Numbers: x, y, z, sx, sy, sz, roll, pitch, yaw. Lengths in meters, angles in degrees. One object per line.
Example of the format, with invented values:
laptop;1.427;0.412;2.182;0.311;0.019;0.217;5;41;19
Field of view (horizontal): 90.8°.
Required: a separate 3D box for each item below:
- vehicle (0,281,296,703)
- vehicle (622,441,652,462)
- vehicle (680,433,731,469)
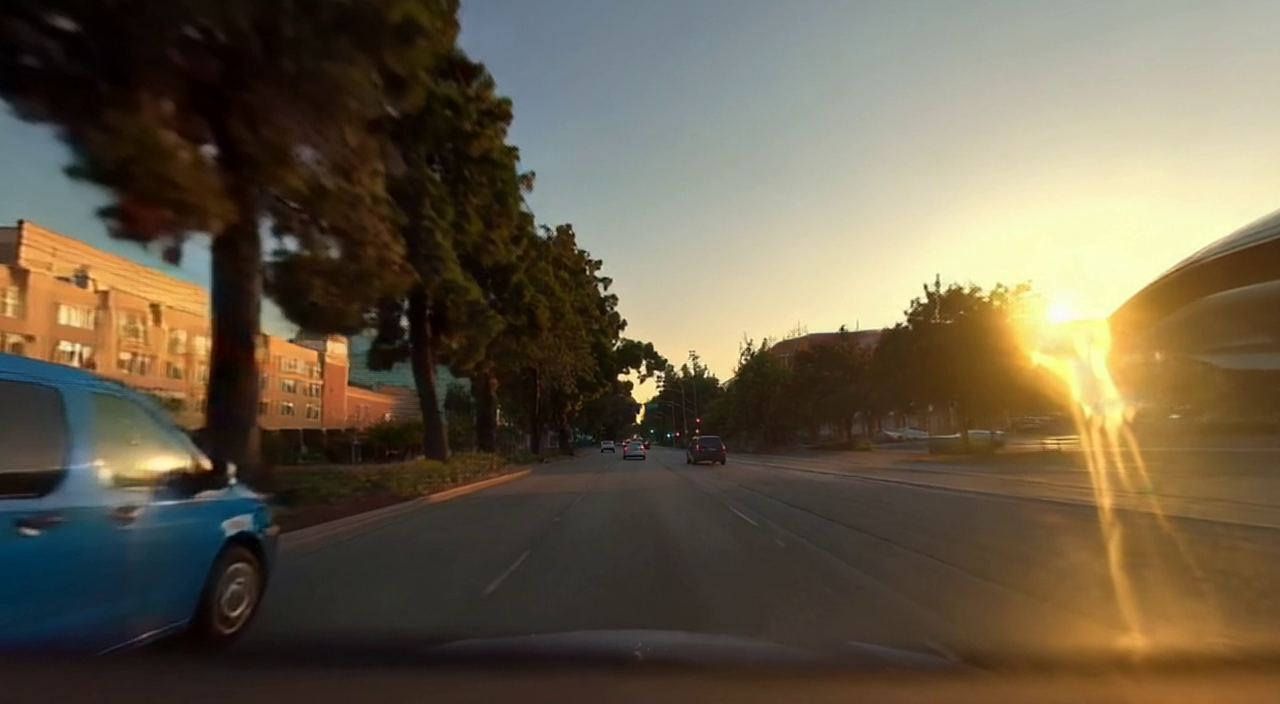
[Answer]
vehicle;-3.481;0.611;2.007;2.075;1.863;4.744;0;-9;0
vehicle;-0.263;7.089;45.201;2.039;1.455;3.826;0;-9;-1
vehicle;3.429;5.307;33.975;2.181;1.781;4.257;0;-9;-1
